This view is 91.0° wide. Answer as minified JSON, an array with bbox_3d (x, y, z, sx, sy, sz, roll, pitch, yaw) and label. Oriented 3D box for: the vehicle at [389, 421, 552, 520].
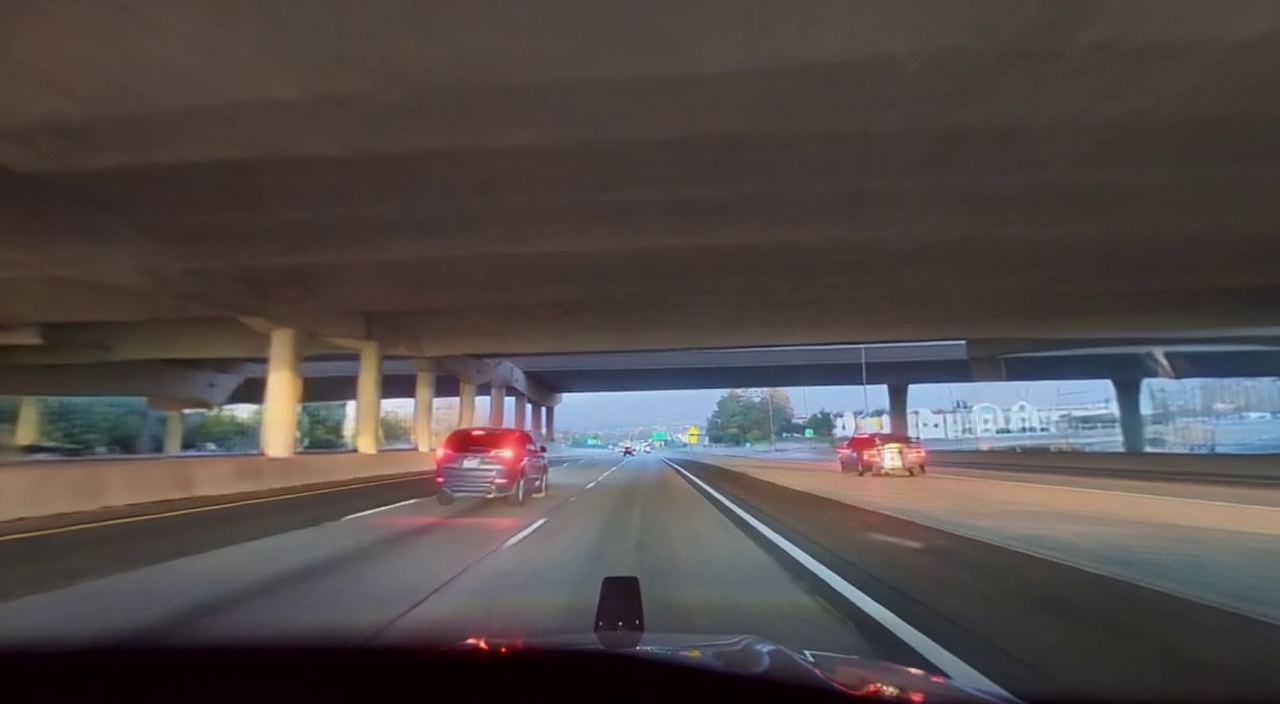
[{"bbox_3d":[-3.368,2.475,13.652,2.203,1.734,4.600,0,-9,1],"label":"vehicle"}]
